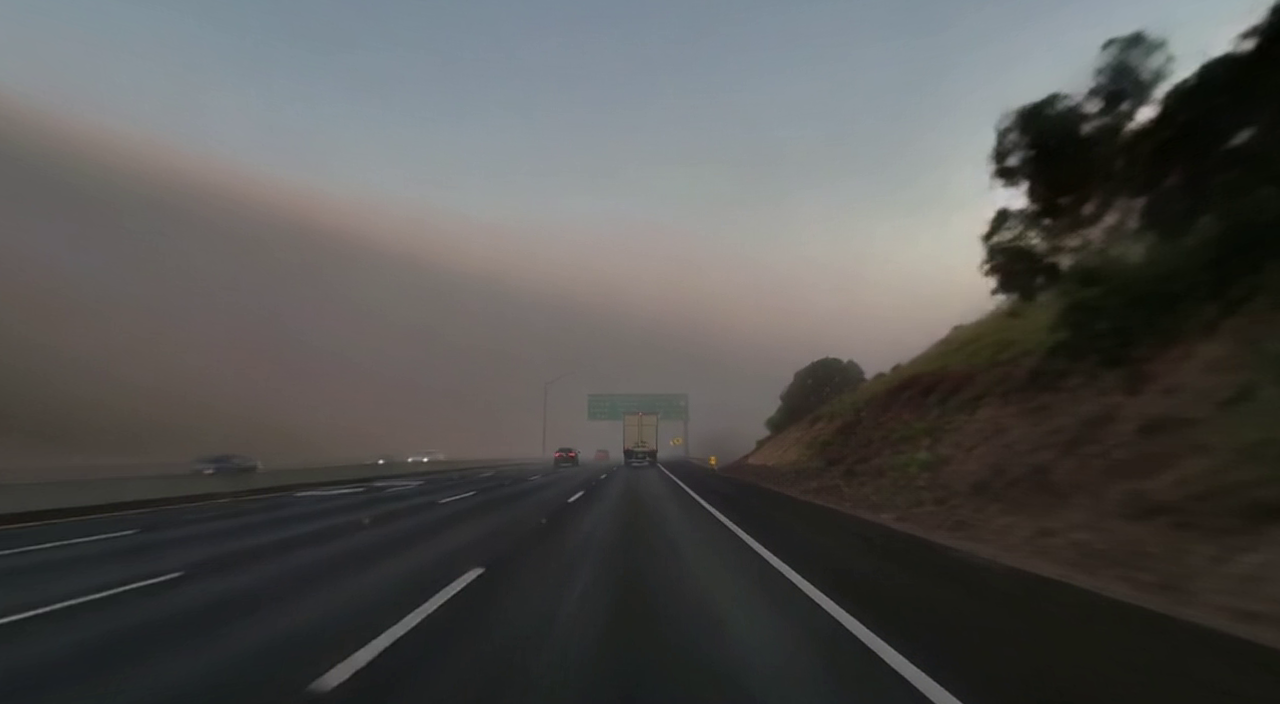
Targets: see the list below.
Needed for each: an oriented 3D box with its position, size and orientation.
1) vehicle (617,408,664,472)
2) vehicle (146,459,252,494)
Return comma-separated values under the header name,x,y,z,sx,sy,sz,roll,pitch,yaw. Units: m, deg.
name,x,y,z,sx,sy,sz,roll,pitch,yaw
vehicle,0.126,6.568,46.555,3.039,4.131,11.822,0,-9,1
vehicle,-21.577,6.095,31.060,1.926,1.503,4.481,0,-9,1
